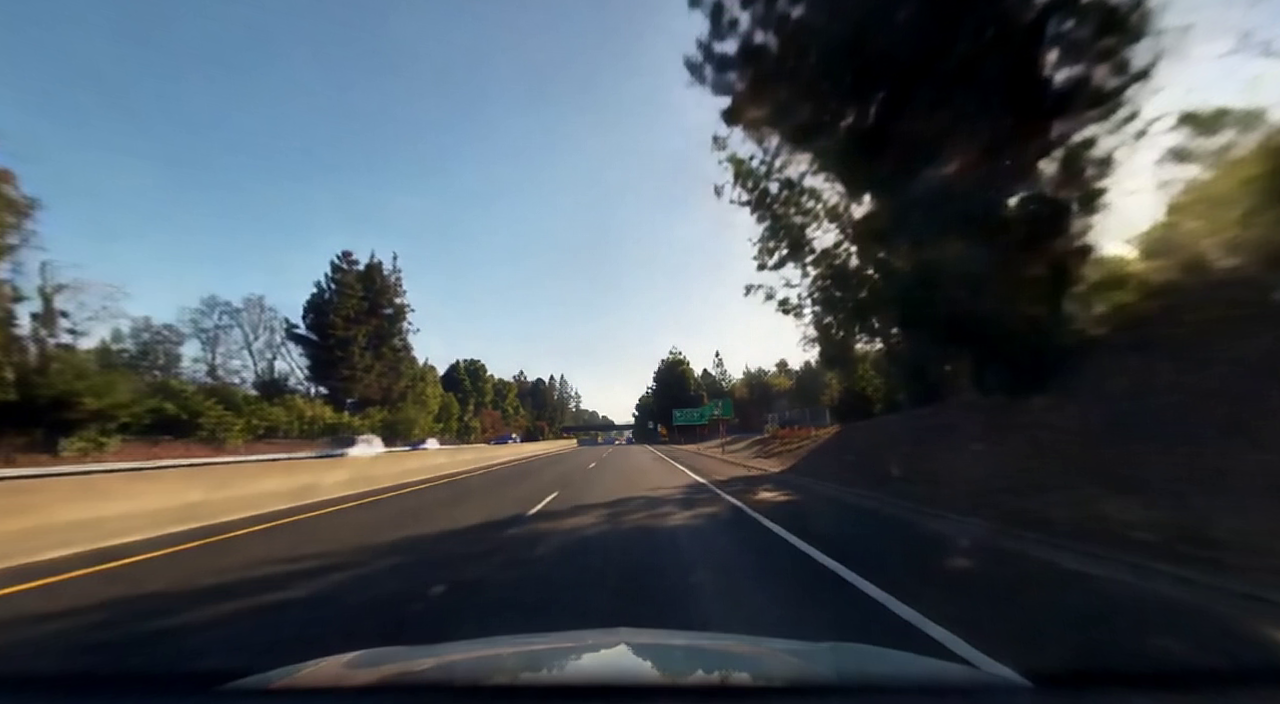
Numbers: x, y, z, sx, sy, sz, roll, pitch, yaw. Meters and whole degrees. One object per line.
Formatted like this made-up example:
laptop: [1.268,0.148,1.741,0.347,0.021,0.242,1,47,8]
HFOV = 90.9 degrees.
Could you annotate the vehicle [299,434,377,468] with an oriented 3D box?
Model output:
vehicle: [-13.963,4.574,29.408,1.675,1.473,3.910,0,-8,0]
